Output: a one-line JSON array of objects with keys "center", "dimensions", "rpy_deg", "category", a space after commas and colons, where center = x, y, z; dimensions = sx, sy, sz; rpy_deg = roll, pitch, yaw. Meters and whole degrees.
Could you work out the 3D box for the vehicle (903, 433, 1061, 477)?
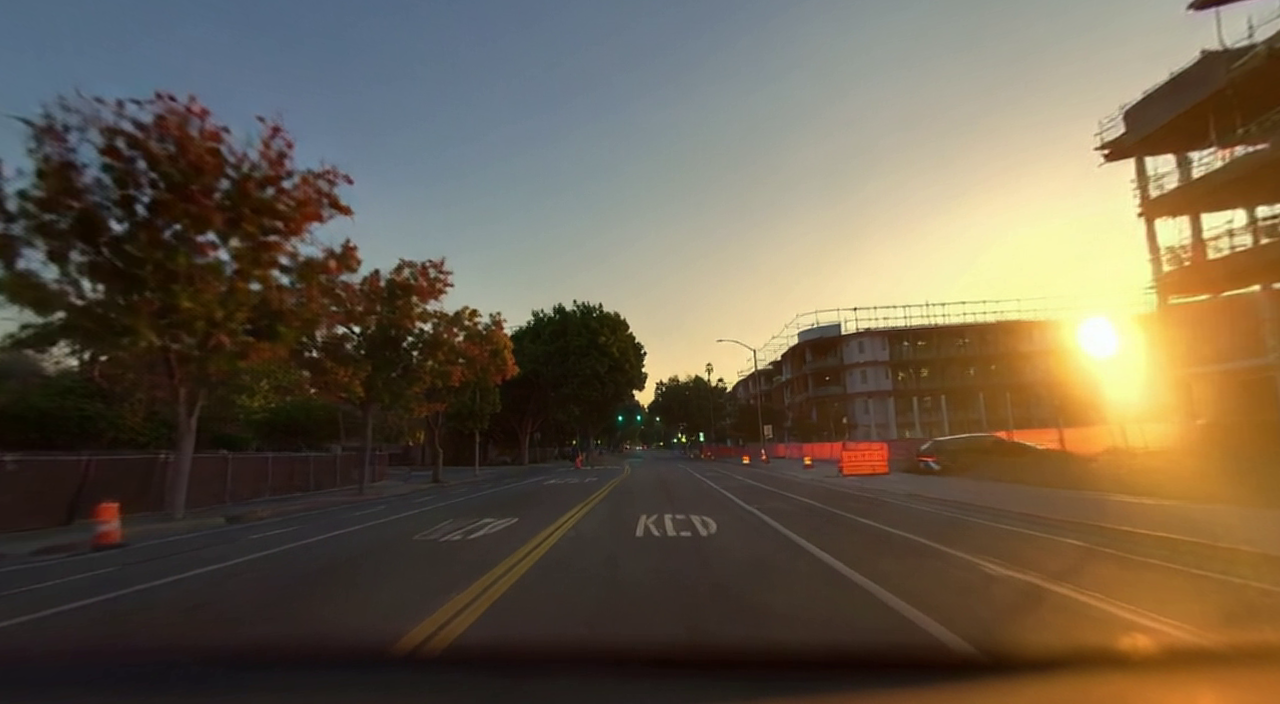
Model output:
[{"center": [11.601, 3.536, 21.680], "dimensions": [4.251, 1.418, 1.896], "rpy_deg": [-1, -8, 3], "category": "vehicle"}]
